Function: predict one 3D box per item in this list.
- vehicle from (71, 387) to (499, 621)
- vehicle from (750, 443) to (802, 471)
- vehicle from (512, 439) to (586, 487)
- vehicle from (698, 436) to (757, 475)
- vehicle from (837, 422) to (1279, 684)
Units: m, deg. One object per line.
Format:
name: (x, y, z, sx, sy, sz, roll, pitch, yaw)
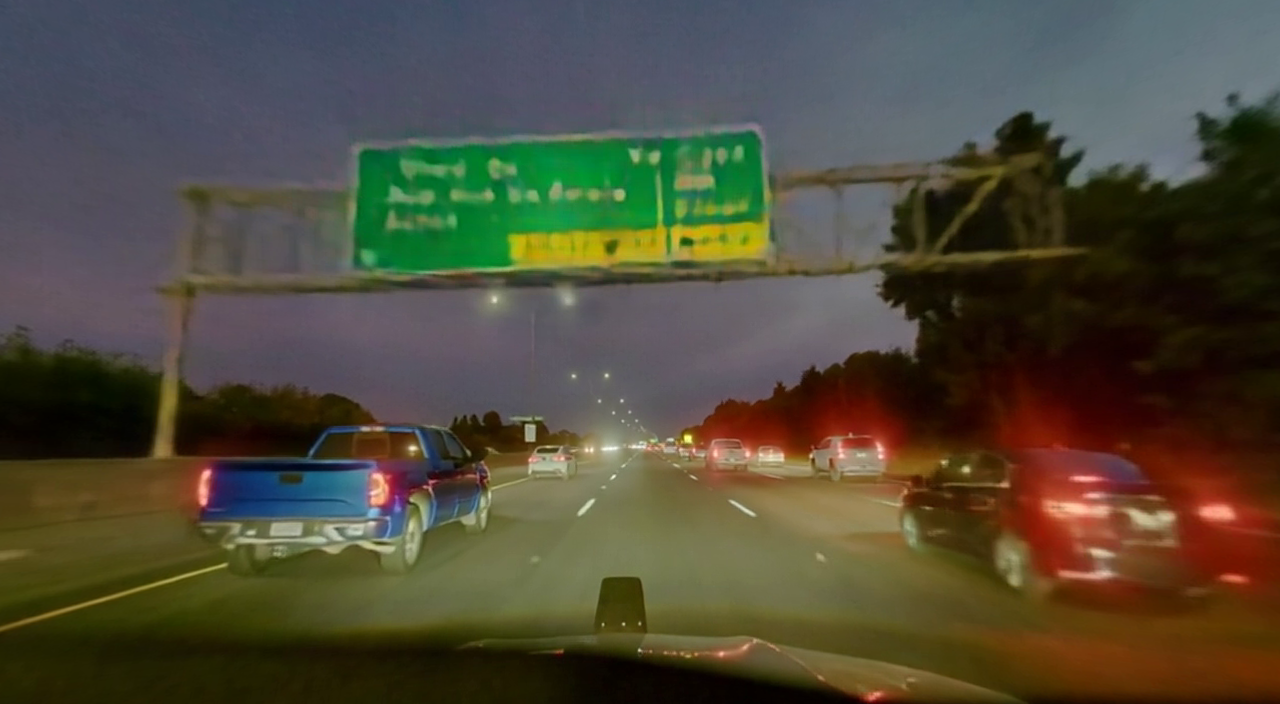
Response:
vehicle: (-3.239, 1.500, 7.232, 2.139, 1.764, 4.707, 0, -8, 0)
vehicle: (7.788, 6.032, 36.597, 1.904, 1.473, 4.598, 0, -8, -1)
vehicle: (-3.293, 4.128, 23.916, 1.974, 1.589, 5.047, -1, -8, 1)
vehicle: (4.182, 5.041, 30.971, 2.144, 1.752, 4.765, 0, -8, -1)
vehicle: (3.746, 1.496, 6.067, 2.040, 1.461, 4.822, 0, -8, -1)
